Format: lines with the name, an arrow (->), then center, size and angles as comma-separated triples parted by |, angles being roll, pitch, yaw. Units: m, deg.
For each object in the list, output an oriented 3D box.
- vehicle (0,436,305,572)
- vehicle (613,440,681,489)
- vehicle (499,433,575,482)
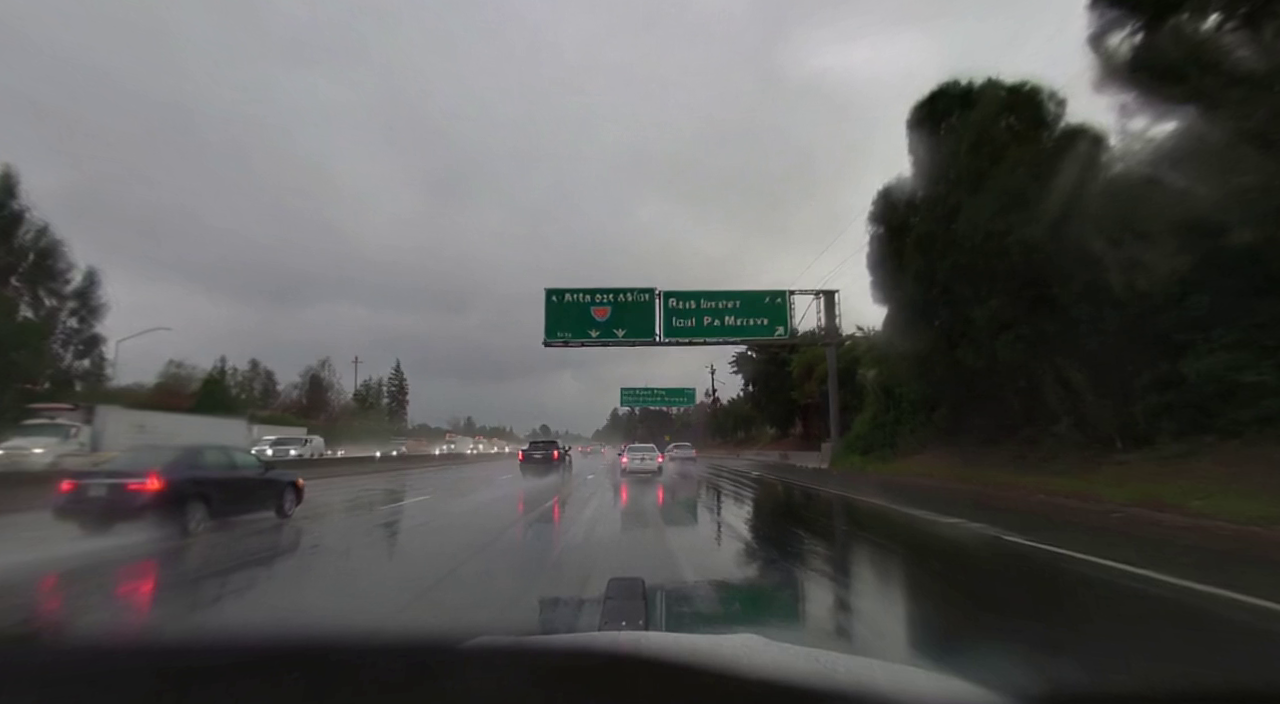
vehicle -> -7.244, 2.014, 9.317 | 1.974, 1.464, 4.733 | 0, -8, 0
vehicle -> 0.172, 3.763, 21.449 | 2.082, 1.482, 4.126 | 0, -8, -1
vehicle -> -4.012, 4.226, 25.458 | 2.289, 1.777, 4.534 | 0, -8, 0
